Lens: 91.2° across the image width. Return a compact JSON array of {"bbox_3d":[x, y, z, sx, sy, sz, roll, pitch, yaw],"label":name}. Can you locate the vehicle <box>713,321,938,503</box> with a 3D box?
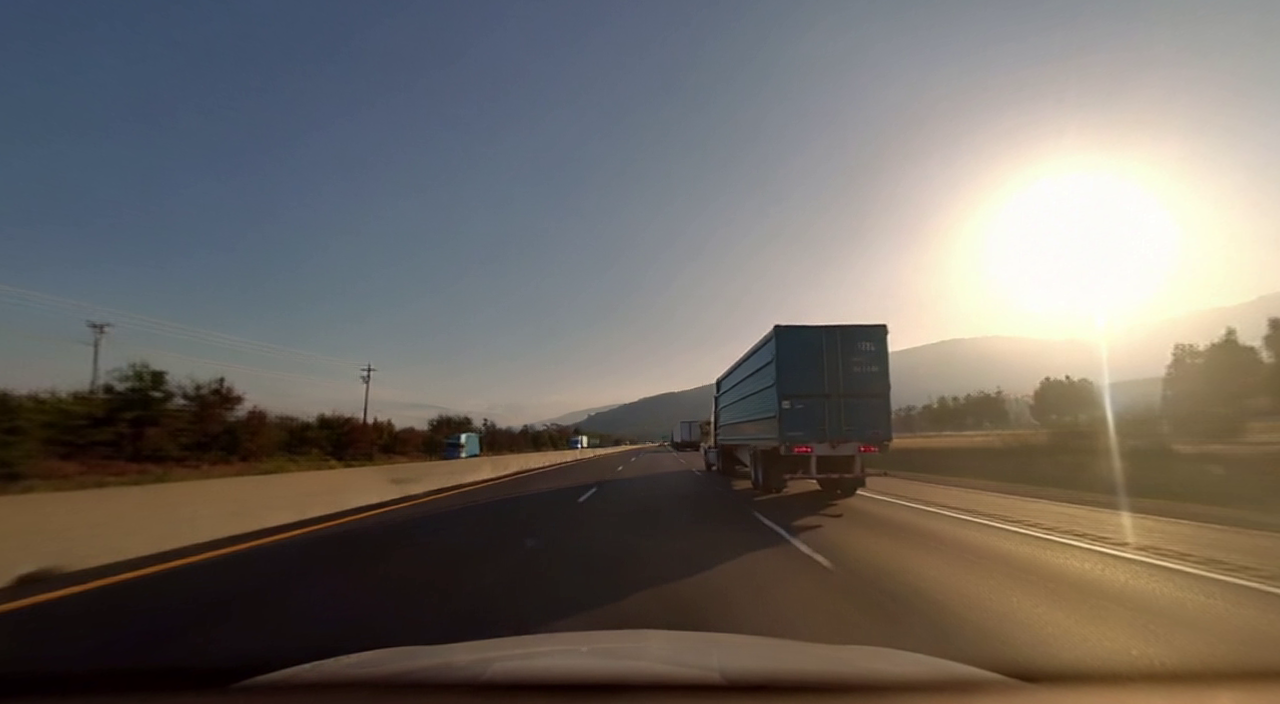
[{"bbox_3d":[4.844,2.352,20.950,3.485,3.975,14.489,0,-8,2],"label":"vehicle"}]
